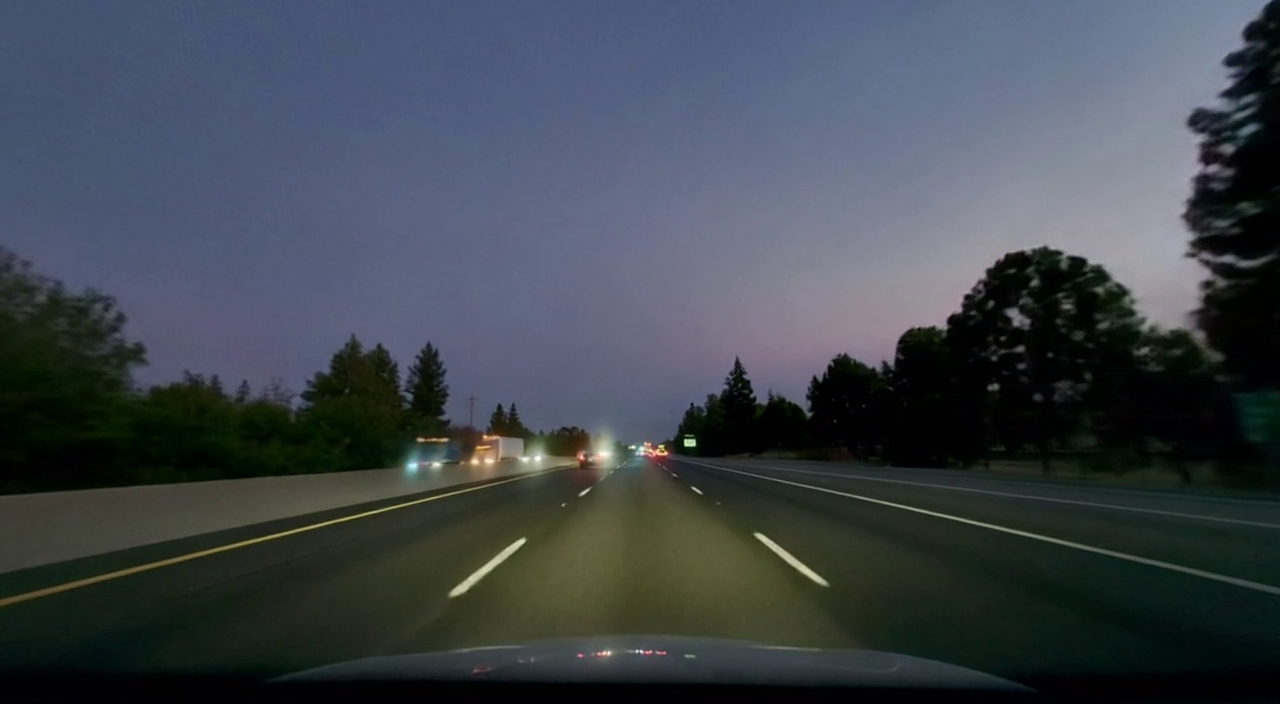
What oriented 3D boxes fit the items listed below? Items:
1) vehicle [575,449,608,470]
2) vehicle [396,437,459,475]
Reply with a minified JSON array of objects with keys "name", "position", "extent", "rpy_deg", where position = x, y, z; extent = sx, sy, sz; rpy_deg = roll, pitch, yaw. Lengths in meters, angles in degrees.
[{"name":"vehicle","position":[-3.710,8.318,48.923],"extent":[2.128,1.521,5.409],"rpy_deg":[0,-9,0]},{"name":"vehicle","position":[-15.892,7.843,47.557],"extent":[2.400,2.633,6.390],"rpy_deg":[0,-9,1]}]
